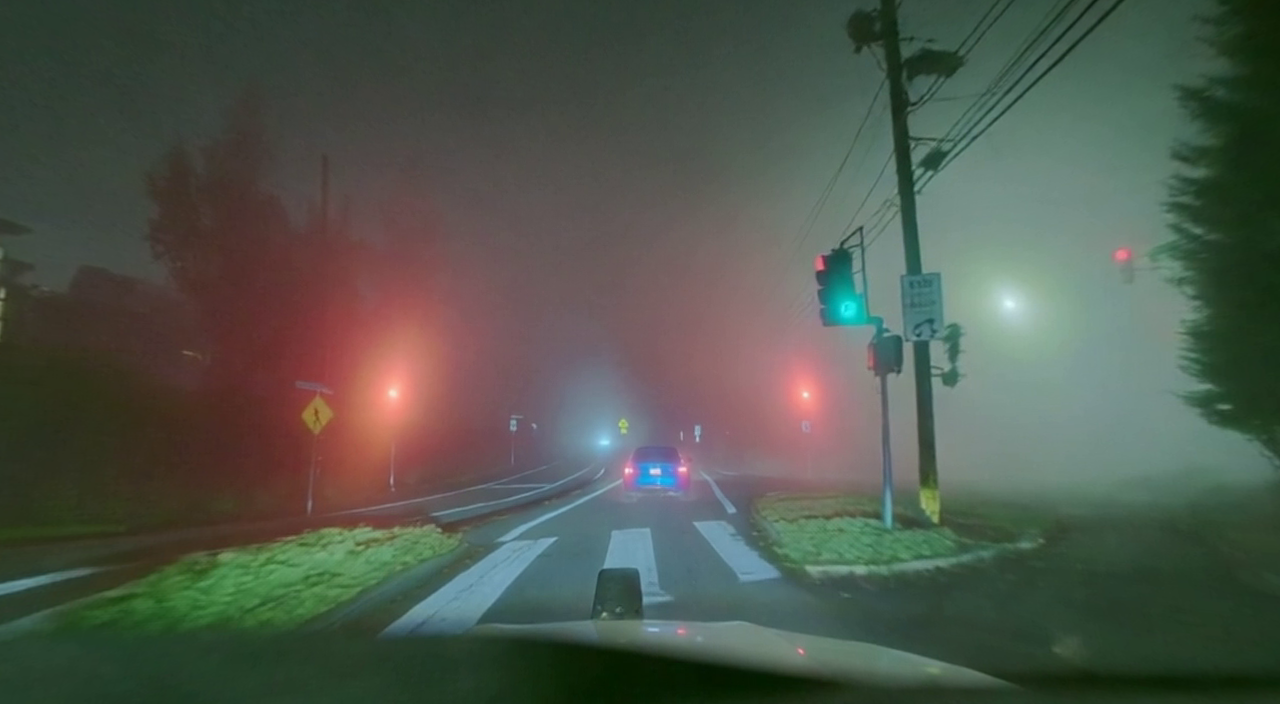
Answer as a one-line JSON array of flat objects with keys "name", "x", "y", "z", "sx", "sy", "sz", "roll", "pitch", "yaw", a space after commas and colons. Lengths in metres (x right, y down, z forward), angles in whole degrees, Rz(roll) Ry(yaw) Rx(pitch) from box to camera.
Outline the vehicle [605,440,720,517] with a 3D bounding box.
[{"name": "vehicle", "x": 0.549, "y": 2.837, "z": 14.782, "sx": 2.295, "sy": 1.510, "sz": 4.364, "roll": 0, "pitch": -8, "yaw": 3}]
